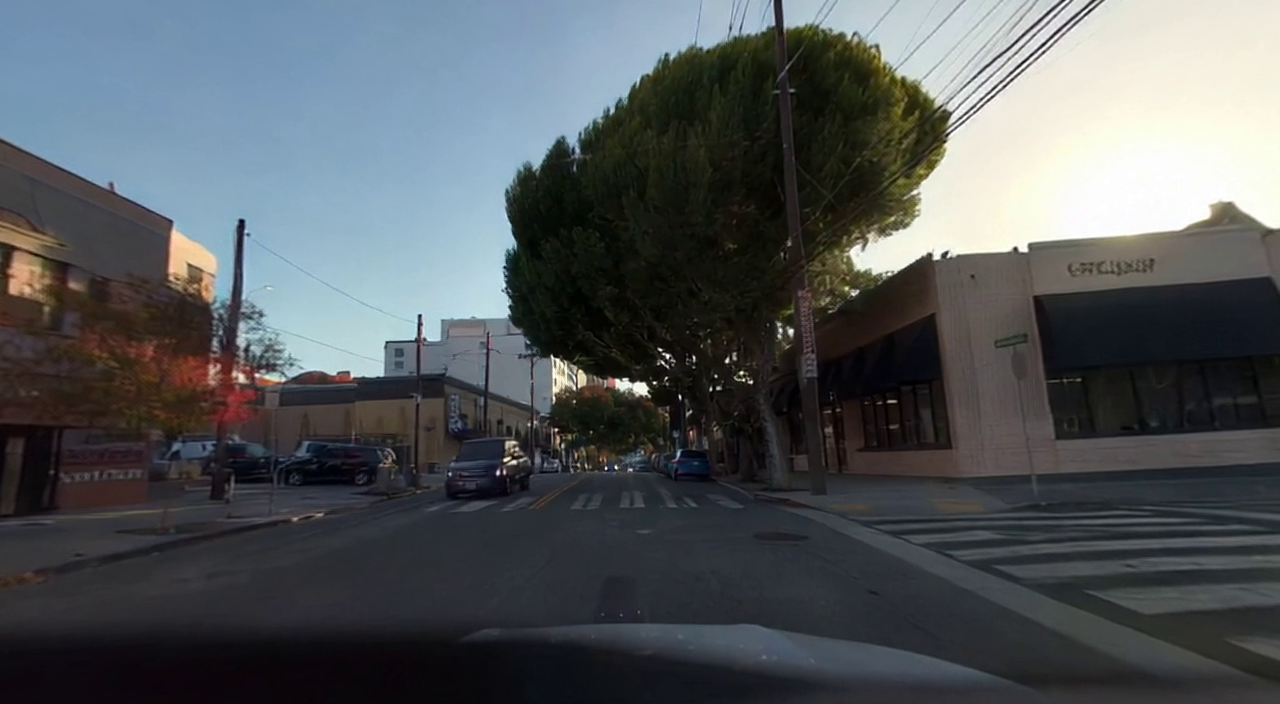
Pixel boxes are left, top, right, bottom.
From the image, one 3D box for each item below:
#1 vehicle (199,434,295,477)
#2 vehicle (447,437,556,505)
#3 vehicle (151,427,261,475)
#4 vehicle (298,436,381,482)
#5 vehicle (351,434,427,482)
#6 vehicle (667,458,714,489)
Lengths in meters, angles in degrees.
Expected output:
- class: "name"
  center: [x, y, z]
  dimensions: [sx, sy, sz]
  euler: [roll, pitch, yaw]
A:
- class: "vehicle"
  center: [-24.945, 6.593, 40.464]
  dimensions: [2.288, 2.514, 5.886]
  euler: [0, -8, 0]
- class: "vehicle"
  center: [-4.367, 3.836, 20.920]
  dimensions: [2.495, 1.966, 4.846]
  euler: [0, -8, 0]
- class: "vehicle"
  center: [-27.649, 6.334, 40.684]
  dimensions: [2.249, 2.760, 6.636]
  euler: [0, -8, 0]
- class: "vehicle"
  center: [-19.022, 6.713, 40.434]
  dimensions: [2.256, 2.668, 5.979]
  euler: [0, -7, 1]
- class: "vehicle"
  center: [-16.089, 6.843, 40.965]
  dimensions: [2.715, 2.789, 6.225]
  euler: [0, -9, -5]
- class: "vehicle"
  center: [2.502, 6.180, 32.307]
  dimensions: [1.877, 1.373, 3.854]
  euler: [0, -8, -3]
